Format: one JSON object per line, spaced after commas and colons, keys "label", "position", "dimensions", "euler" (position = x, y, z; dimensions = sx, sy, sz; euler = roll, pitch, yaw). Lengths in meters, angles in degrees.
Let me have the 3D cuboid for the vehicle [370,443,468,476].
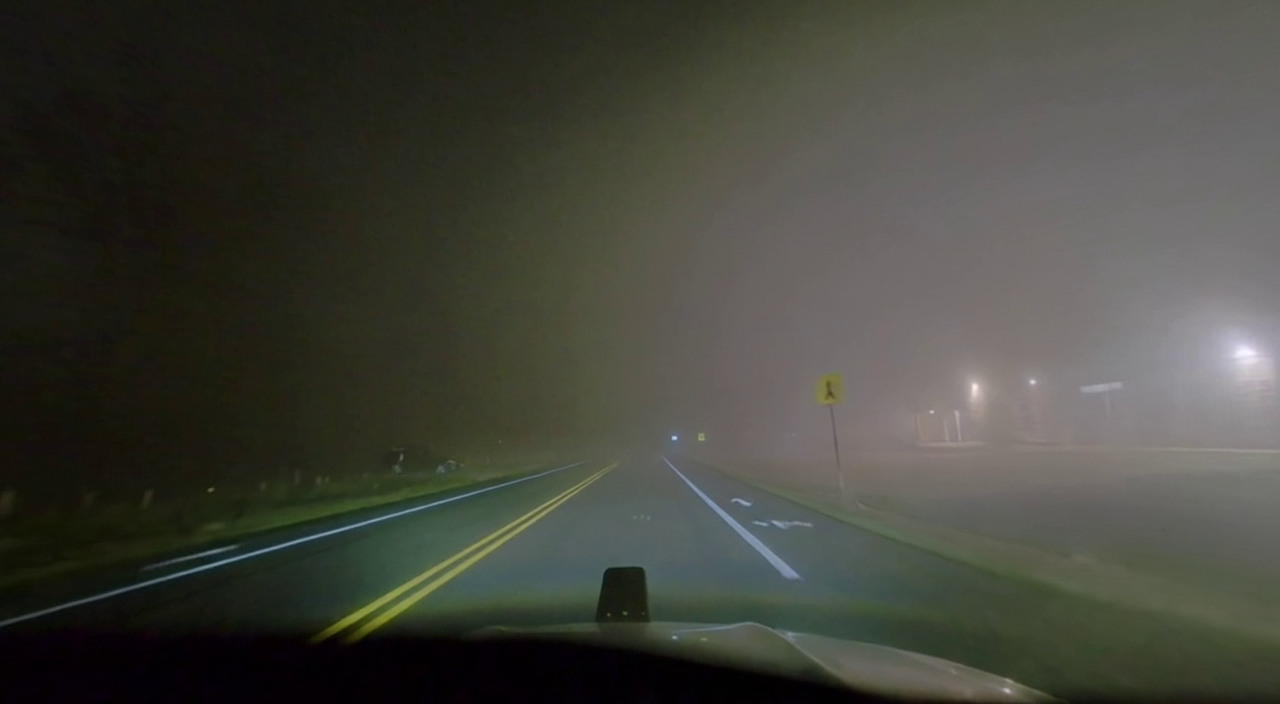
{"label": "vehicle", "position": [-12.483, 6.109, 35.883], "dimensions": [4.813, 1.763, 2.048], "euler": [0, -8, -1]}
